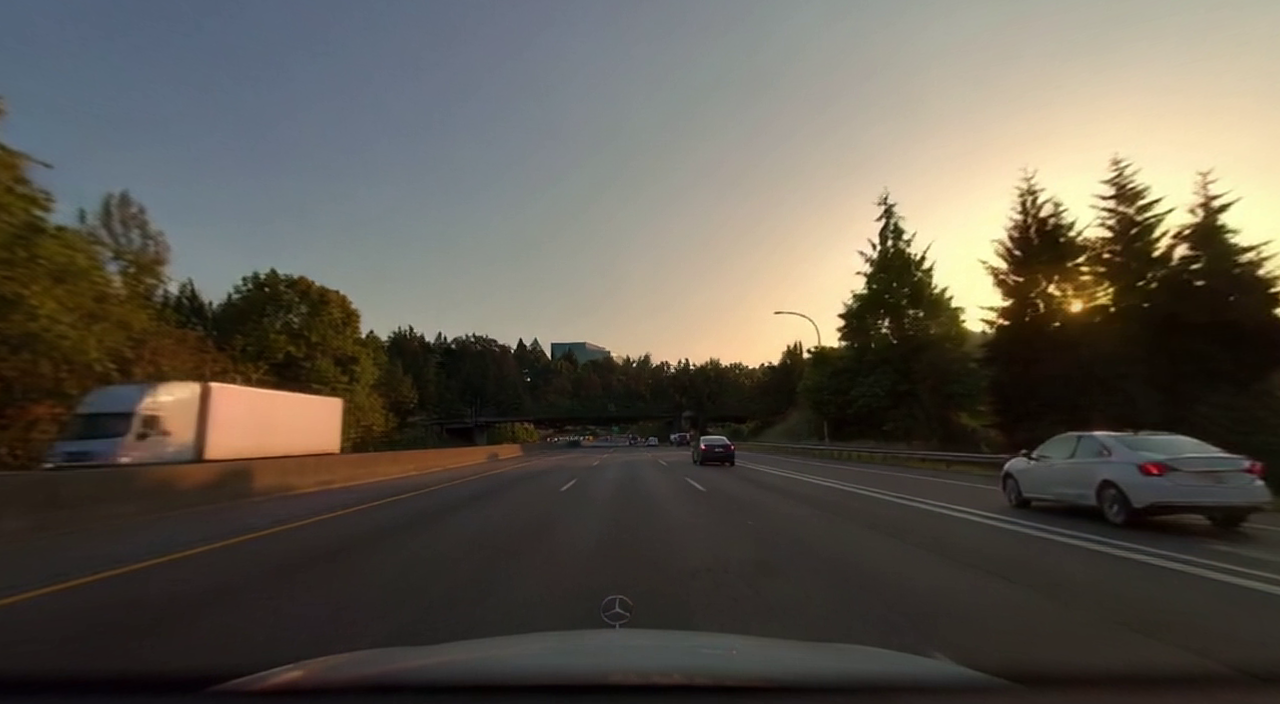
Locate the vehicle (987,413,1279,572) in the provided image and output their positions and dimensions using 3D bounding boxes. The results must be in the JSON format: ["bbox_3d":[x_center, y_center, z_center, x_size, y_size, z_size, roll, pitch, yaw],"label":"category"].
[{"bbox_3d":[7.113,1.667,8.449,2.003,1.522,4.940,0,-8,-2],"label":"vehicle"}]

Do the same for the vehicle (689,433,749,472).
[{"bbox_3d":[3.162,4.099,25.955,1.819,1.468,3.770,0,-8,-2],"label":"vehicle"}]

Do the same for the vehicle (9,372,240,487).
[{"bbox_3d":[-19.636,3.062,24.881,2.810,3.830,7.462,0,-8,-2],"label":"vehicle"}]
